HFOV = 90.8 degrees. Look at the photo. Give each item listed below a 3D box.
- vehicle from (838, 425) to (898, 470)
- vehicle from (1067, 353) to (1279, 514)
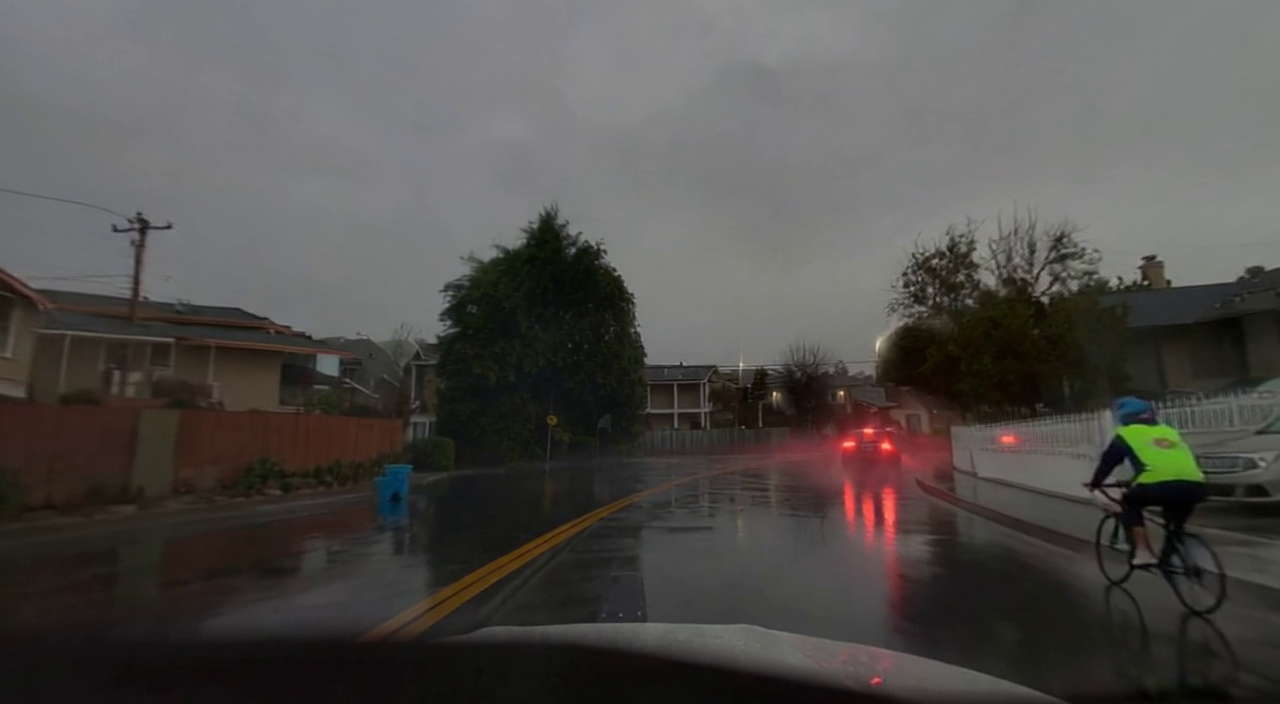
[{"bbox_3d":[9.557,4.002,26.436,2.105,1.705,4.392,-3,-9,20],"label":"vehicle"},{"bbox_3d":[10.339,0.990,9.248,6.099,1.973,2.450,-6,-9,5],"label":"vehicle"}]
